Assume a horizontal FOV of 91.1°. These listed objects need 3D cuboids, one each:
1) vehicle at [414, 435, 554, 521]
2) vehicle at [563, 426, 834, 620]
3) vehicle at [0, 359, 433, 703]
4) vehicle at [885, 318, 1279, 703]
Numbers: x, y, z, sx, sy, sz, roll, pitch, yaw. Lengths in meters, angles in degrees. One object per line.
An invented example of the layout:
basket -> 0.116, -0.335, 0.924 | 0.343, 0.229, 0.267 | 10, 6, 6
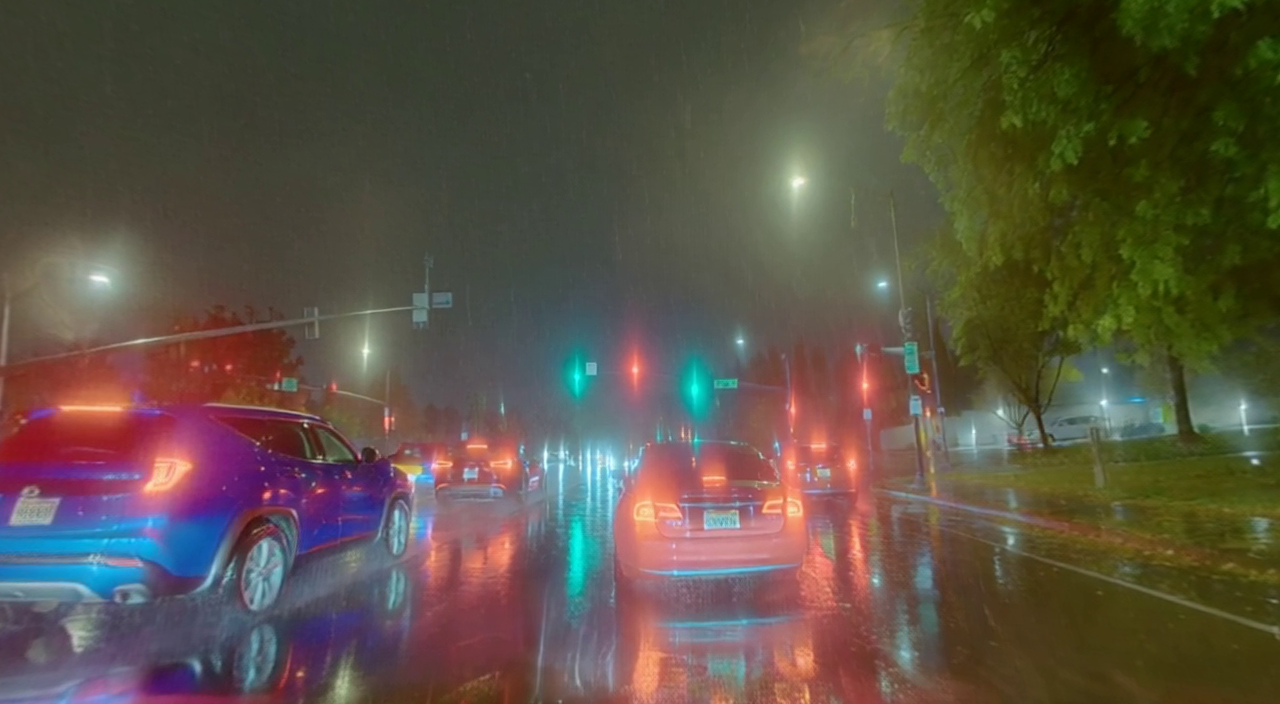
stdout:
vehicle -> -3.074, 2.567, 13.311 | 1.868, 1.516, 4.114 | 0, -8, 1
vehicle -> 0.438, 1.598, 6.798 | 2.051, 1.460, 3.932 | 0, -8, 0
vehicle -> -3.467, 1.227, 5.287 | 1.889, 1.767, 4.289 | 0, -8, 1
vehicle -> 3.046, 0.919, 3.049 | 1.880, 1.747, 4.500 | 0, -8, 0
